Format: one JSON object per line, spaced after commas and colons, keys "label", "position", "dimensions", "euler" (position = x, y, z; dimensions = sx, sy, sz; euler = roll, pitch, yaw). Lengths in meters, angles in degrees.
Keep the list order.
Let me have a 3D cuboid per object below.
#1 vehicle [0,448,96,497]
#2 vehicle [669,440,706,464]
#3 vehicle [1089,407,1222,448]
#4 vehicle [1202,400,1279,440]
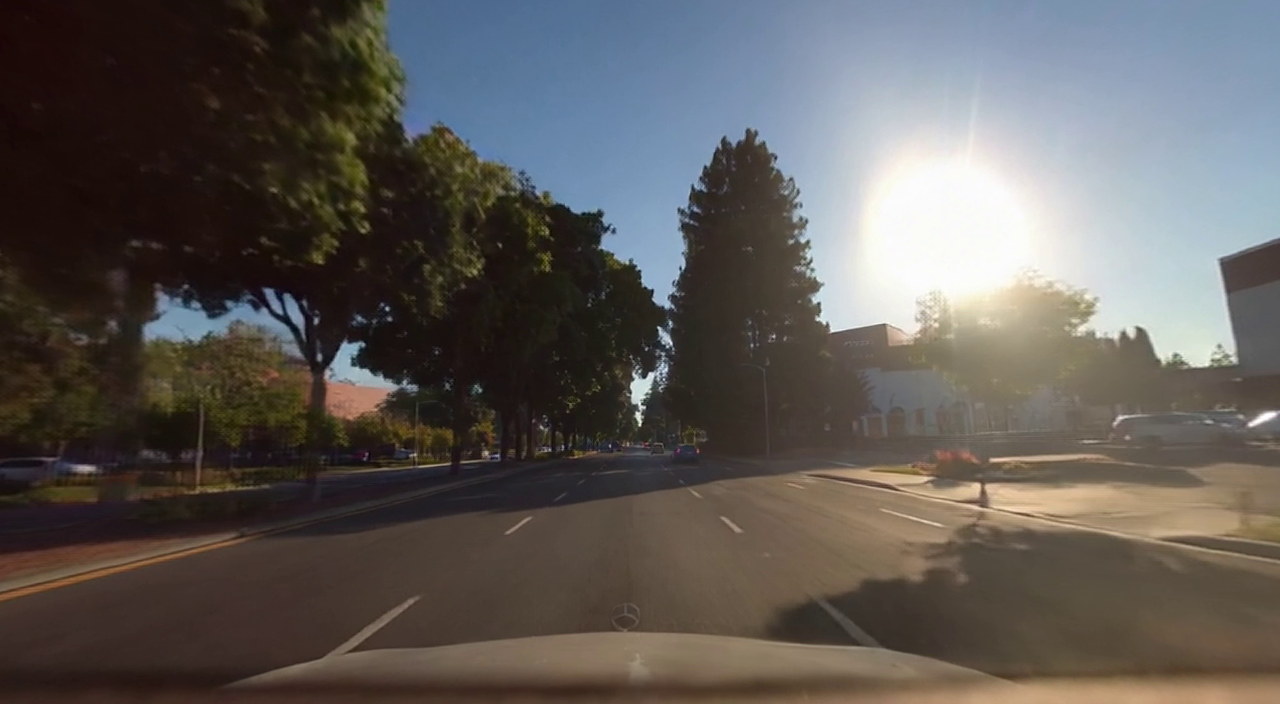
{"label": "vehicle", "position": [-35.181, 6.862, 36.402], "dimensions": [2.182, 2.543, 6.006], "euler": [0, -8, 0]}
{"label": "vehicle", "position": [3.145, 6.746, 42.714], "dimensions": [2.033, 1.482, 4.571], "euler": [0, -8, -2]}
{"label": "vehicle", "position": [21.783, 3.270, 26.982], "dimensions": [1.911, 1.604, 4.411], "euler": [0, -8, -1]}
{"label": "vehicle", "position": [27.643, 3.001, 27.506], "dimensions": [2.037, 1.633, 4.447], "euler": [0, -8, -3]}
